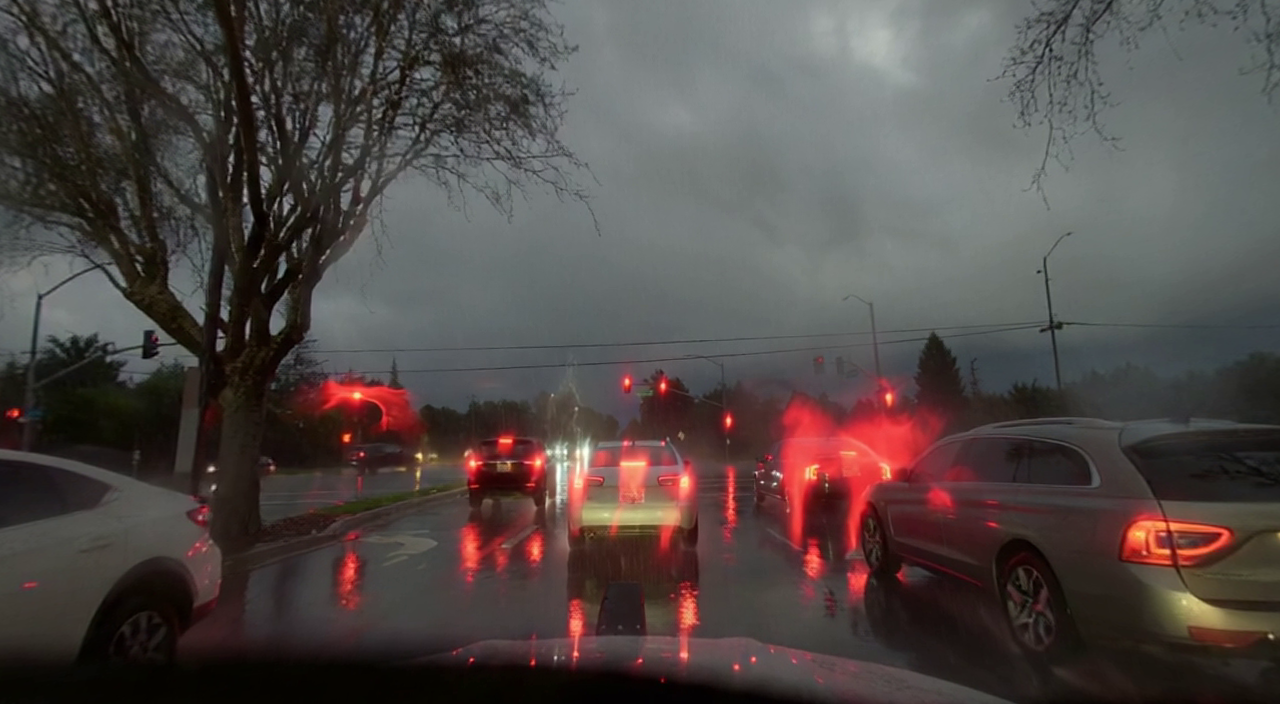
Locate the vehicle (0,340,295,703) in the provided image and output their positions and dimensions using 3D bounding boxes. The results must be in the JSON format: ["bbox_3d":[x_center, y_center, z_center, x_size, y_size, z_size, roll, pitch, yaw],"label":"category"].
[{"bbox_3d":[-3.652,0.838,2.533,2.047,1.764,4.369,0,-8,0],"label":"vehicle"}]

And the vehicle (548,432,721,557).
[{"bbox_3d":[-0.077,2.003,9.591,2.061,1.470,3.970,0,-8,0],"label":"vehicle"}]

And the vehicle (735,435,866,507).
[{"bbox_3d":[3.639,2.776,15.248,1.922,1.472,4.440,0,-8,-1],"label":"vehicle"}]

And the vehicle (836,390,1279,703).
[{"bbox_3d":[3.394,1.304,5.423,1.933,1.564,4.600,0,-8,0],"label":"vehicle"}]

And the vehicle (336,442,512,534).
[{"bbox_3d":[-3.908,2.501,12.336,1.919,1.459,4.371,0,-8,0],"label":"vehicle"}]
